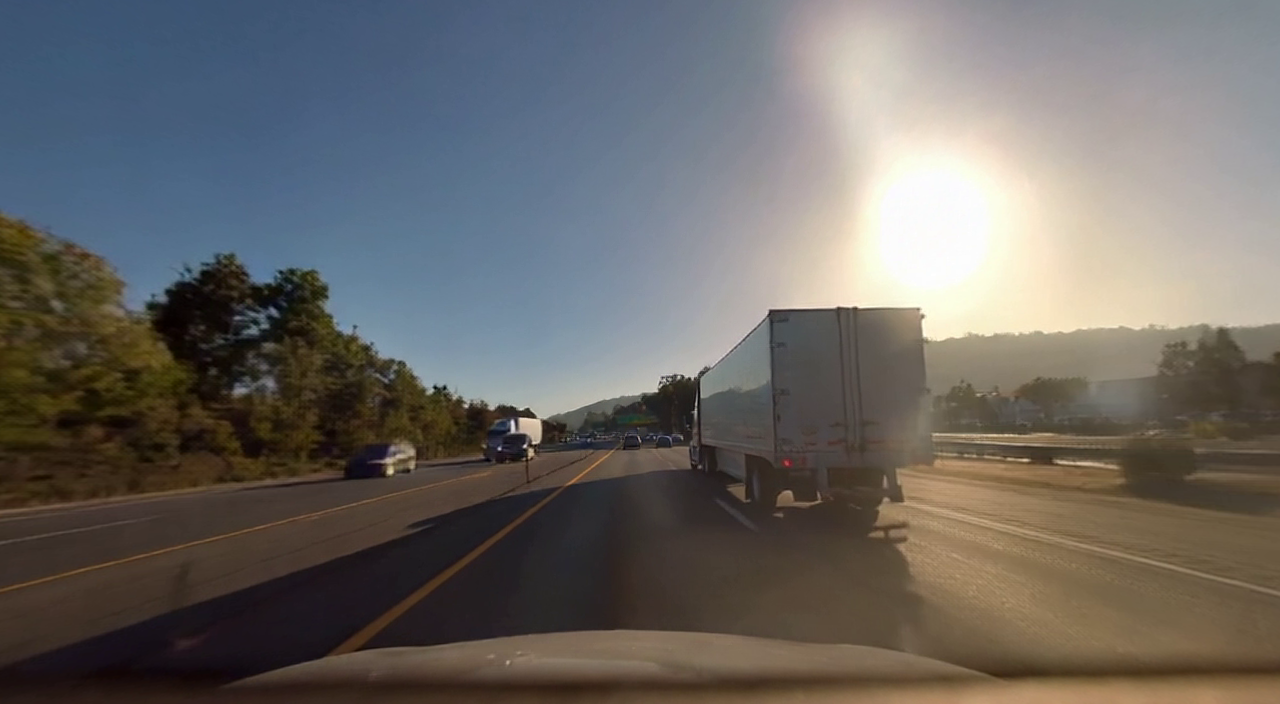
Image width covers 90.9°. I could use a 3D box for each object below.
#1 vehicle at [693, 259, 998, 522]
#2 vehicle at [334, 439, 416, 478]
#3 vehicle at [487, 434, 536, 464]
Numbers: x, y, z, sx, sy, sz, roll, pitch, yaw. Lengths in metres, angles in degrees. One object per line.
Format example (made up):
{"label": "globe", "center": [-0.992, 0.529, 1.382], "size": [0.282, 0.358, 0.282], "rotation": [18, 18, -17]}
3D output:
{"label": "vehicle", "center": [3.638, 1.466, 16.425], "size": [3.038, 3.975, 13.887], "rotation": [0, -8, -1]}
{"label": "vehicle", "center": [-12.327, 4.939, 29.631], "size": [1.934, 1.675, 4.432], "rotation": [0, -8, -1]}
{"label": "vehicle", "center": [-8.339, 6.307, 41.317], "size": [2.346, 1.838, 4.576], "rotation": [1, -7, -2]}
